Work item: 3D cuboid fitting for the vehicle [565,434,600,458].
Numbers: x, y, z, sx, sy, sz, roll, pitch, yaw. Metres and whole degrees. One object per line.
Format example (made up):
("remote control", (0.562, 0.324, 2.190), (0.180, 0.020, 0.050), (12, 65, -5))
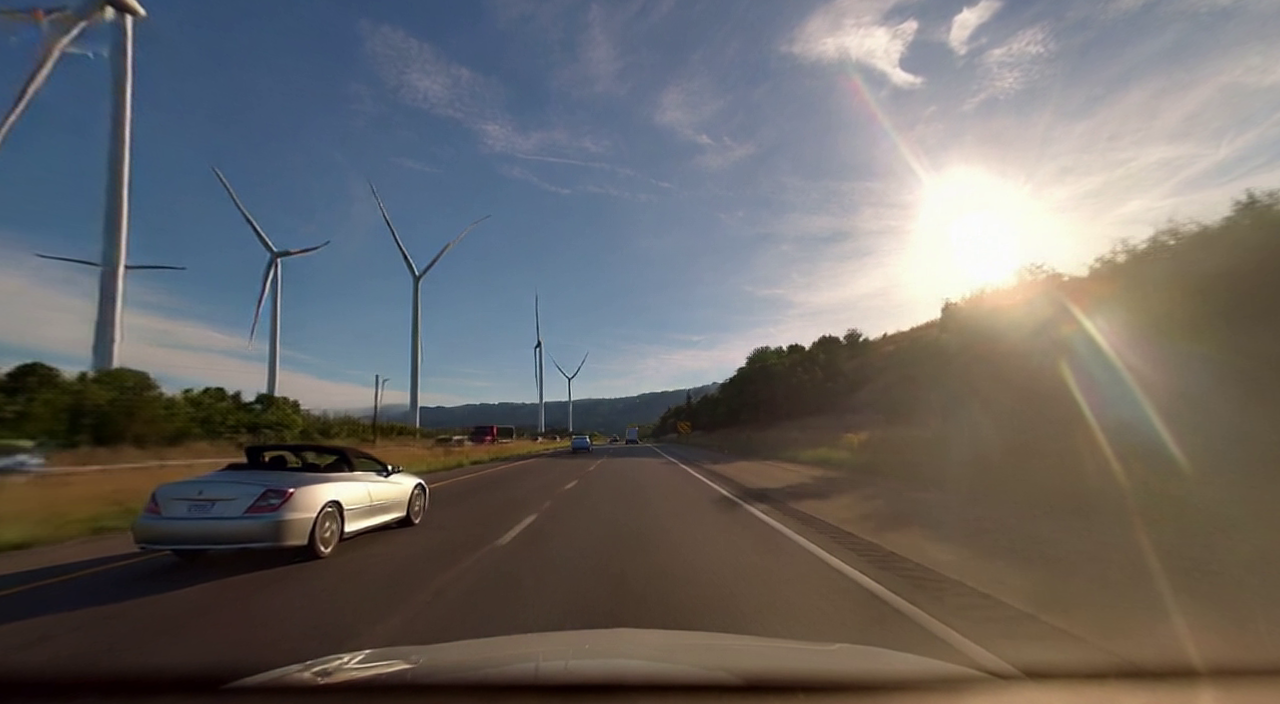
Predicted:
("vehicle", (-3.697, 6.133, 41.206), (2.024, 1.456, 3.754), (0, -8, -1))

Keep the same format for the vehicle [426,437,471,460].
("vehicle", (-13.098, 6.587, 43.271), (1.855, 1.471, 3.954), (0, -8, 0))

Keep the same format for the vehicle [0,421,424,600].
("vehicle", (-4.149, 1.556, 7.179), (1.969, 1.413, 4.194), (0, -8, -1))
